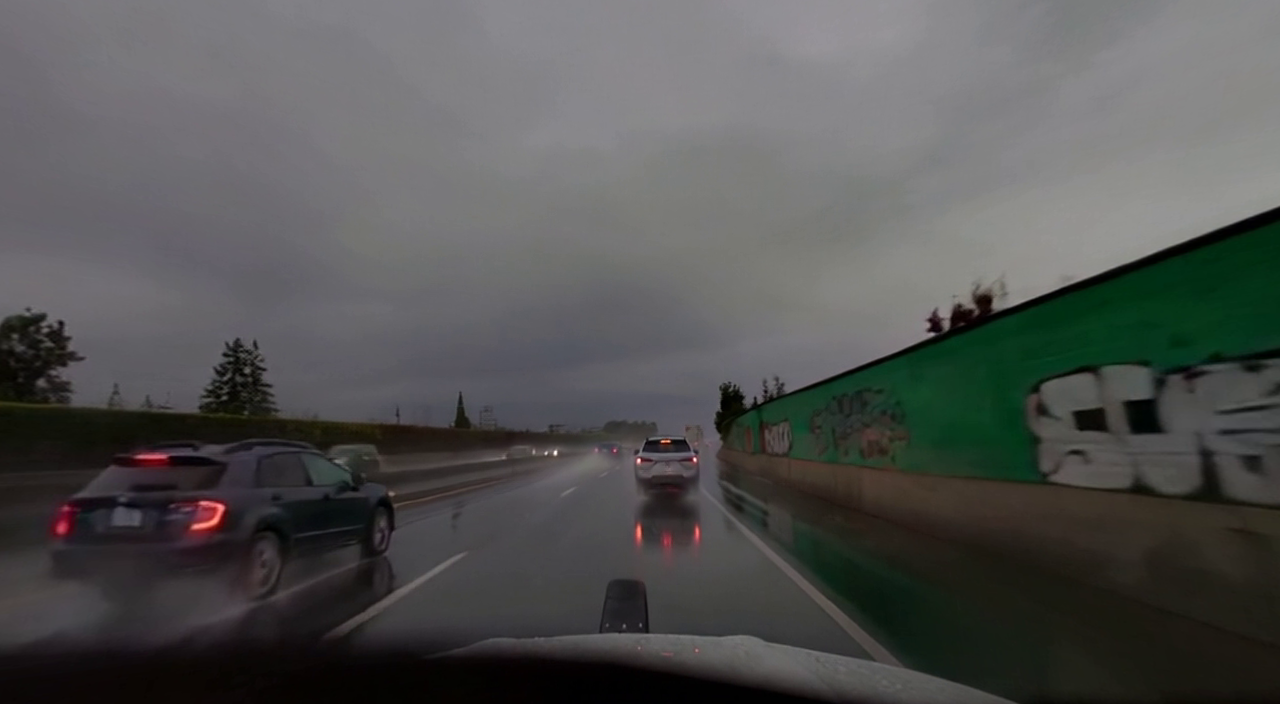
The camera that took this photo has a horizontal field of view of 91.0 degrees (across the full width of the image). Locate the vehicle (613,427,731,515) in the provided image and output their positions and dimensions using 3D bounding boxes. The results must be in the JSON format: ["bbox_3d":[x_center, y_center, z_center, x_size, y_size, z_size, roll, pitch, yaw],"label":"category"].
[{"bbox_3d":[0.578,2.376,13.079,2.077,1.533,3.854,0,-8,0],"label":"vehicle"}]

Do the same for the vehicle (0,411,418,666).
[{"bbox_3d":[-3.881,1.390,5.823,2.059,1.471,4.152,0,-8,1],"label":"vehicle"}]

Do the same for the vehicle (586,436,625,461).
[{"bbox_3d":[-2.197,6.345,41.427,2.105,1.571,3.727,-1,-8,4],"label":"vehicle"}]
